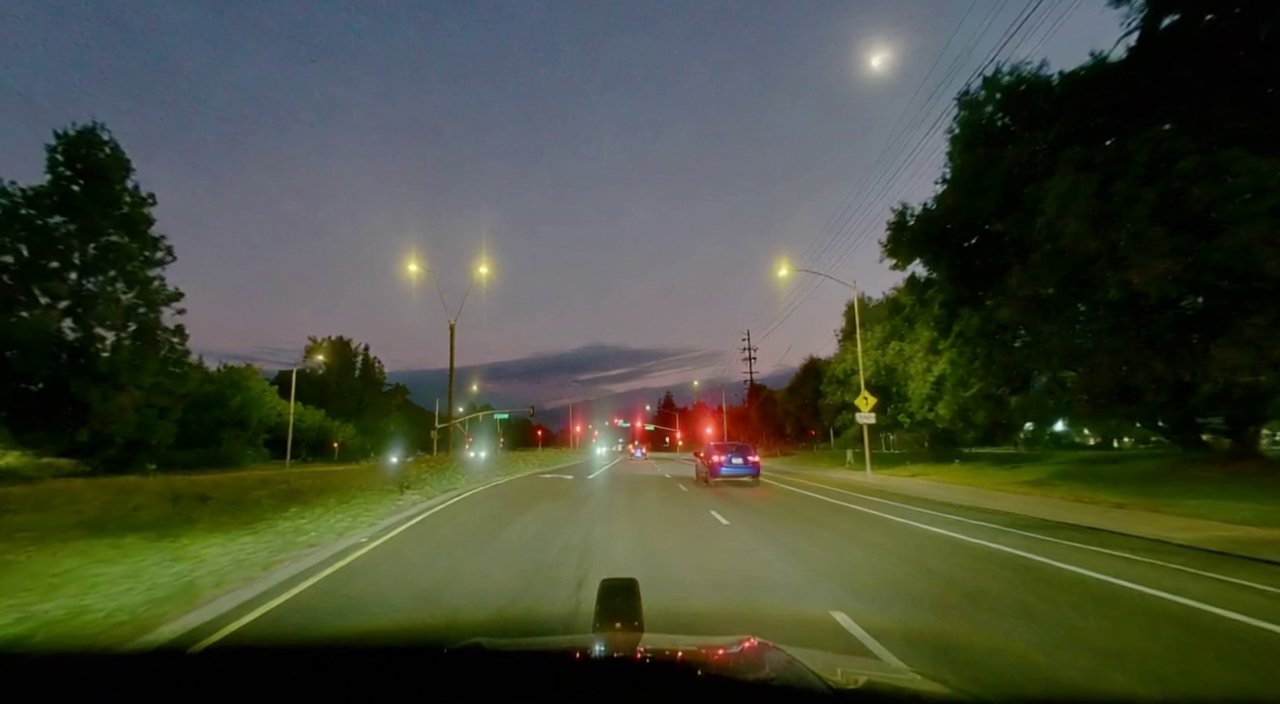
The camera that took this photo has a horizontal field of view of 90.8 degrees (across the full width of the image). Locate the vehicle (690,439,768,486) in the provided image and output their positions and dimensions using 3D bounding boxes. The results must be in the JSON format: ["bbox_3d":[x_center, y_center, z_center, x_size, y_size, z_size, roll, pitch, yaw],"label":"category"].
[{"bbox_3d":[2.994,3.834,22.264,2.004,1.448,4.263,0,-8,-2],"label":"vehicle"}]
